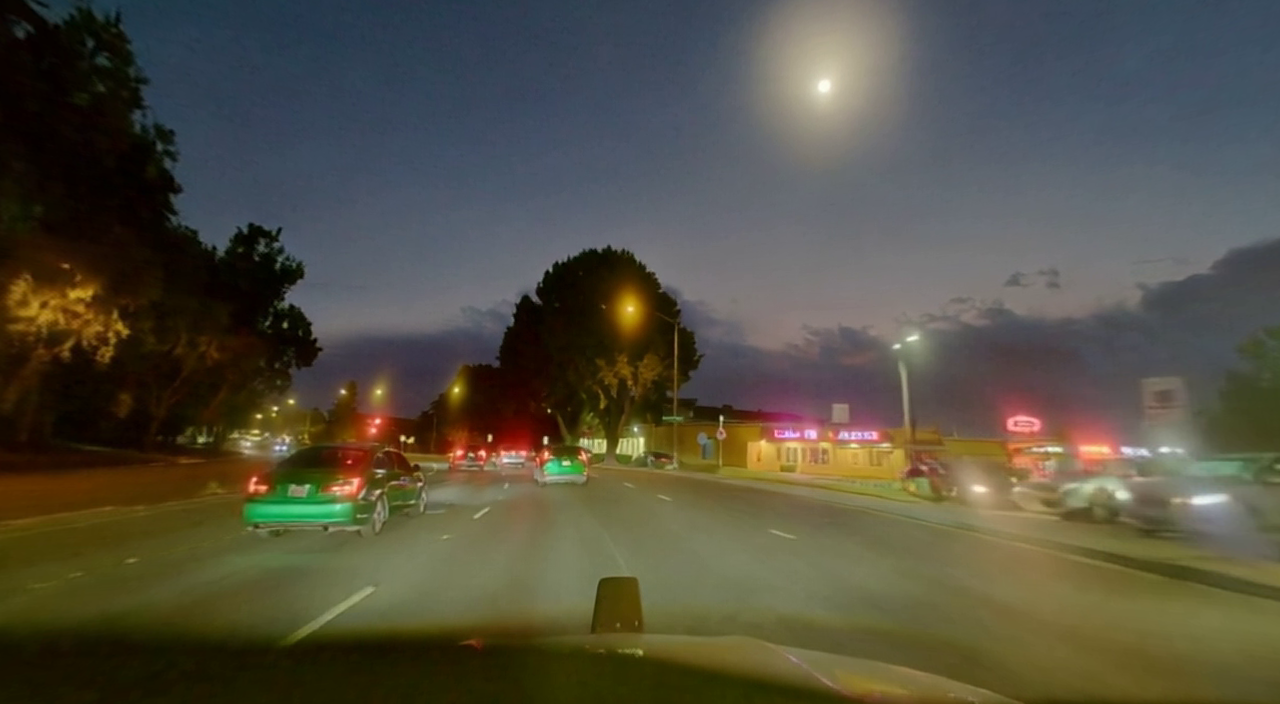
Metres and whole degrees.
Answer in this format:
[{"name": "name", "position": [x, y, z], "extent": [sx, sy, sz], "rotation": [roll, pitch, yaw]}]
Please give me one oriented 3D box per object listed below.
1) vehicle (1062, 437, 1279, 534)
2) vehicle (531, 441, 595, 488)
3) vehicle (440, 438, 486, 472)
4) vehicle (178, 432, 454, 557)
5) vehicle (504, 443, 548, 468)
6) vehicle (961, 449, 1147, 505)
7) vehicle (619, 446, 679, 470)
[{"name": "vehicle", "position": [10.813, 2.444, 12.262], "extent": [1.919, 1.489, 4.889], "rotation": [0, -8, 2]}, {"name": "vehicle", "position": [-2.868, 3.961, 22.555], "extent": [2.001, 1.483, 4.442], "rotation": [2, -9, -10]}, {"name": "vehicle", "position": [-8.928, 5.166, 31.822], "extent": [2.042, 1.593, 3.956], "rotation": [2, -9, -16]}, {"name": "vehicle", "position": [-4.620, 2.080, 10.064], "extent": [2.105, 1.477, 4.857], "rotation": [1, -8, -4]}, {"name": "vehicle", "position": [-7.053, 6.352, 38.701], "extent": [1.920, 1.416, 4.310], "rotation": [3, -9, -20]}, {"name": "vehicle", "position": [13.106, 3.955, 20.144], "extent": [4.442, 1.646, 2.106], "rotation": [0, -8, -1]}, {"name": "vehicle", "position": [0.654, 8.154, 48.758], "extent": [2.095, 1.697, 4.801], "rotation": [6, -11, -37]}]
